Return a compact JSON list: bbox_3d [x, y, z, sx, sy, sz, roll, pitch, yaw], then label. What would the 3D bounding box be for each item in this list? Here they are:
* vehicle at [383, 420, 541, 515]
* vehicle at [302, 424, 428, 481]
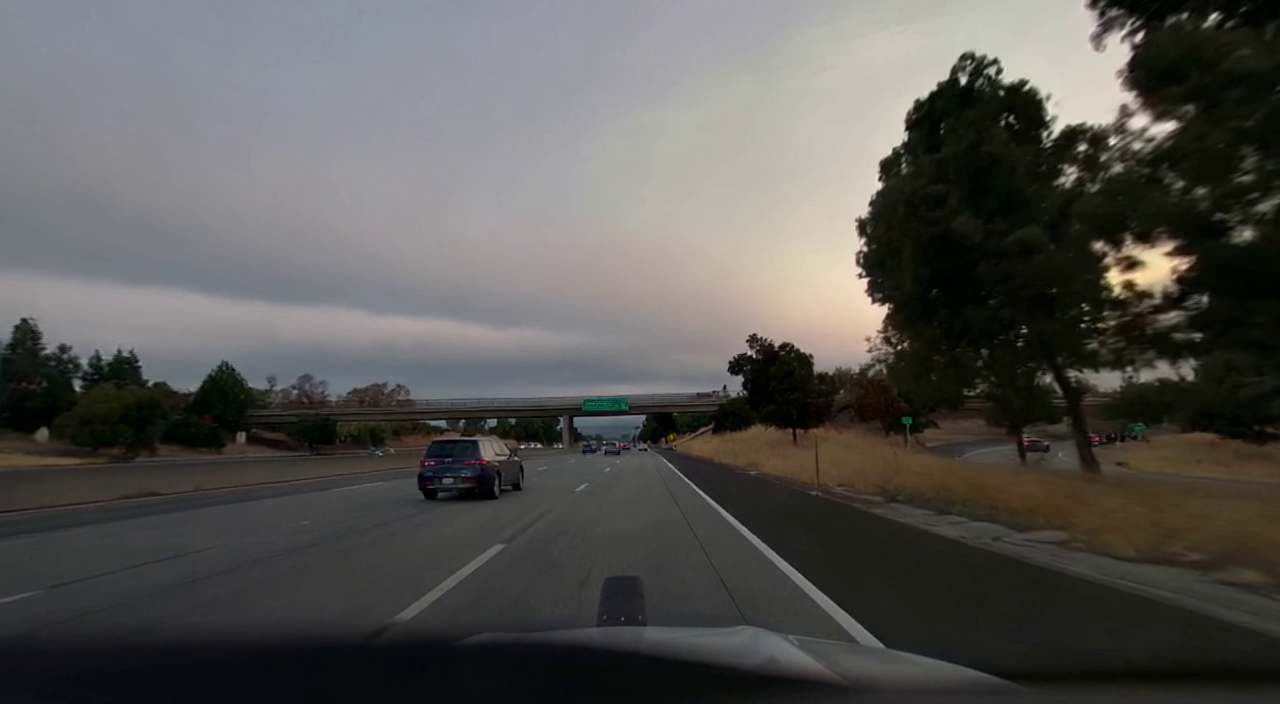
[{"bbox_3d":[-3.587,2.427,13.637,2.048,1.705,4.384,0,-8,1],"label":"vehicle"},{"bbox_3d":[-10.761,4.004,25.230,2.339,1.983,5.671,0,-8,2],"label":"vehicle"}]
